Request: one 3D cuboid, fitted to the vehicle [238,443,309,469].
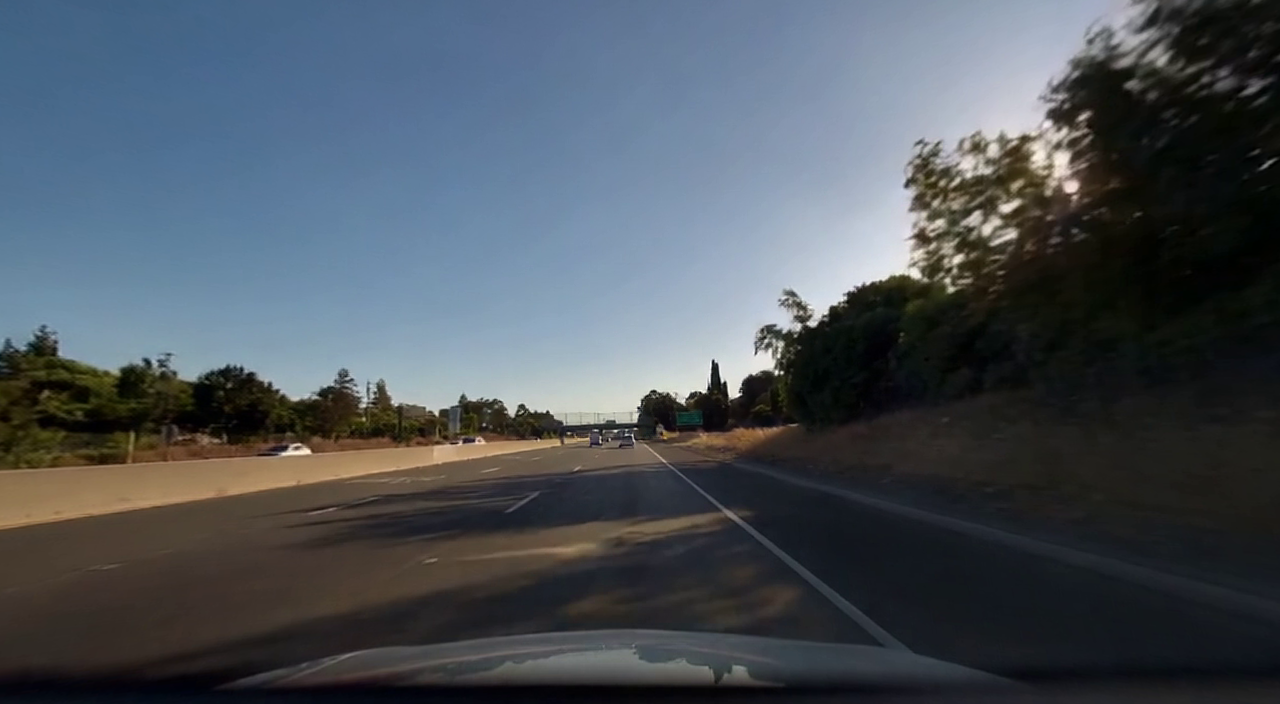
[{"bbox_3d":[-23.916,6.777,41.198,1.905,1.523,4.590,0,-8,-1],"label":"vehicle"}]
